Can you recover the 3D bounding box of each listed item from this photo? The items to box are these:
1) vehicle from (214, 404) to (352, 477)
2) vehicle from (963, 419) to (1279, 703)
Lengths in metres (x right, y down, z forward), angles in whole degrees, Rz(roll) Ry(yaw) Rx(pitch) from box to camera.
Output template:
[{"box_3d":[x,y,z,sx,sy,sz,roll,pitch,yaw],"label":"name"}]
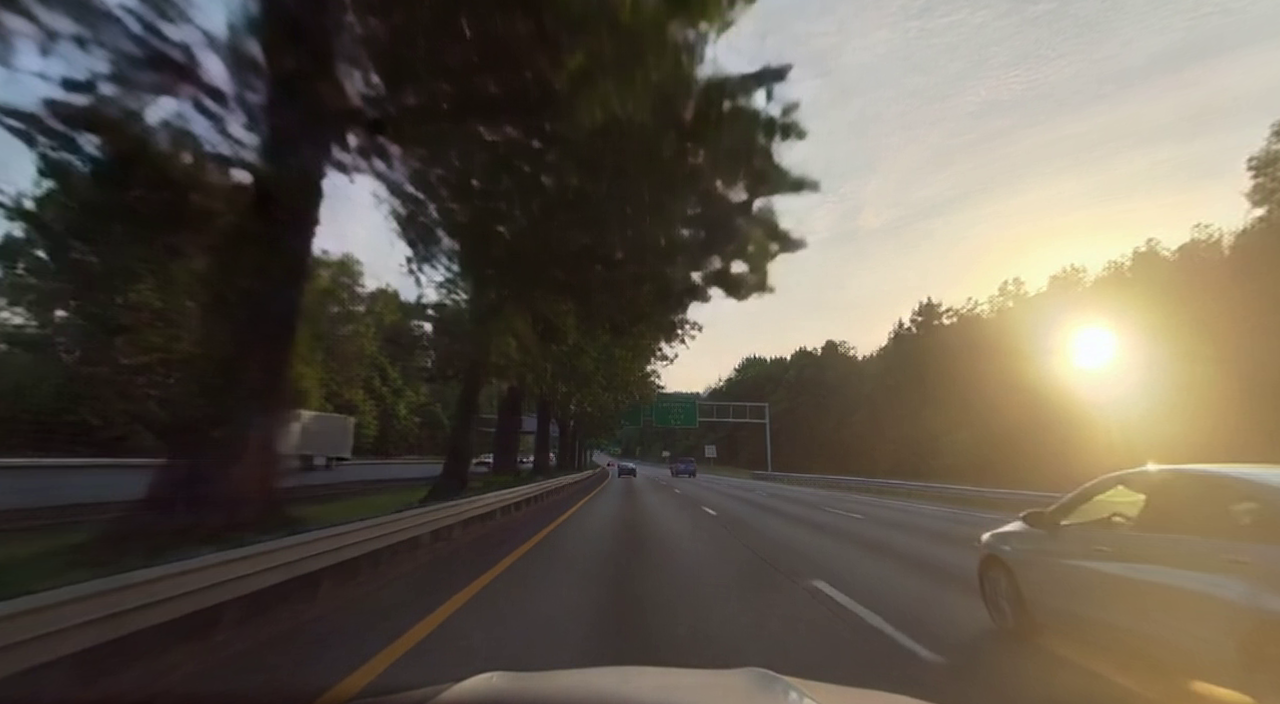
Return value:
[{"box_3d":[-21.608,5.667,39.069,3.104,3.928,9.331,1,-10,-2],"label":"vehicle"},{"box_3d":[3.955,1.267,3.408,2.132,1.662,4.180,1,-10,-1],"label":"vehicle"}]
